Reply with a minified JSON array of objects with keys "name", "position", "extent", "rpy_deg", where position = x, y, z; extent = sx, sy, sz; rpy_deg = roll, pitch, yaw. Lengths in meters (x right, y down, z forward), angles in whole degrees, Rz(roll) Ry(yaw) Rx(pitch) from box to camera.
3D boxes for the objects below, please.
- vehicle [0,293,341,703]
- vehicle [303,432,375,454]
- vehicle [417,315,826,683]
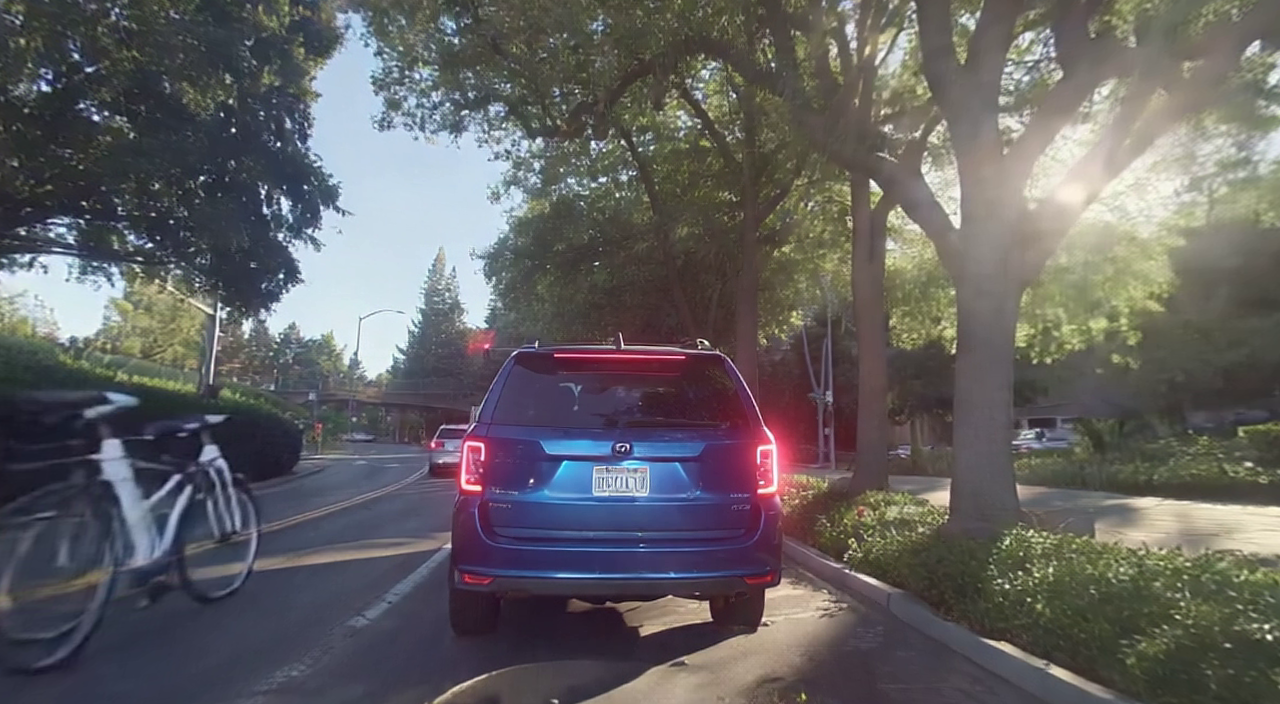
[{"name":"vehicle","position":[-3.476,0.715,2.180],"extent":[2.337,1.858,5.409],"rpy_deg":[0,-8,-1]},{"name":"vehicle","position":[-23.178,7.055,48.722],"extent":[4.576,1.632,1.960],"rpy_deg":[1,-9,-8]},{"name":"vehicle","position":[-0.243,1.156,6.010],"extent":[2.333,2.087,4.586],"rpy_deg":[1,-8,-4]}]
